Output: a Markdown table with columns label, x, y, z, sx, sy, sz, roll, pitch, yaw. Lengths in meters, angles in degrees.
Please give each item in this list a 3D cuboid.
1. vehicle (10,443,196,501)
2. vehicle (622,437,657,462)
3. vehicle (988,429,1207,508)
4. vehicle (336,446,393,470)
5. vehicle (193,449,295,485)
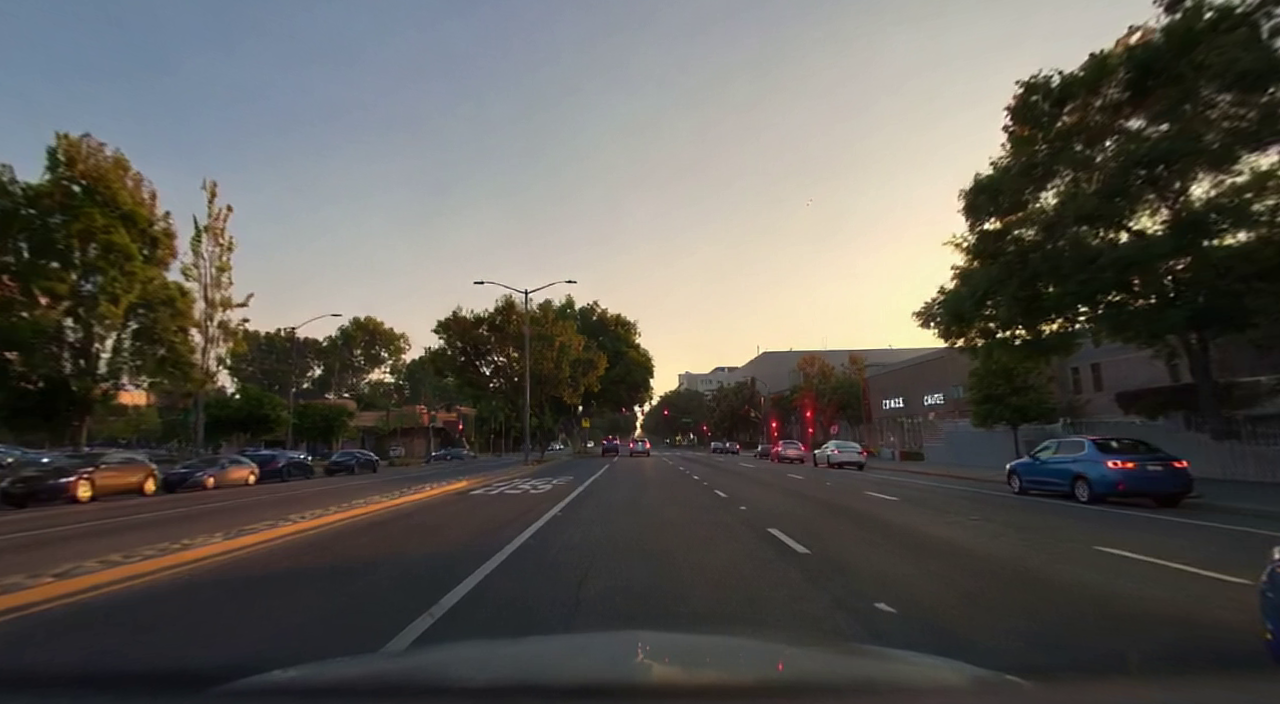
| label | x | y | z | sx | sy | sz | roll | pitch | yaw |
| --- | --- | --- | --- | --- | --- | --- | --- | --- | --- |
| vehicle | -18.166 | 4.026 | 21.757 | 1.979 | 1.770 | 4.703 | -1 | -8 | 5 |
| vehicle | -0.048 | 6.149 | 39.914 | 2.097 | 1.480 | 4.006 | 0 | -8 | 0 |
| vehicle | 9.898 | 2.532 | 14.163 | 1.824 | 1.483 | 4.003 | 0 | -8 | -1 |
| vehicle | -18.028 | 6.948 | 41.535 | 1.865 | 1.460 | 4.693 | 0 | -8 | -3 |
| vehicle | -17.956 | 5.190 | 28.908 | 1.824 | 1.453 | 4.433 | 0 | -8 | -1 |
